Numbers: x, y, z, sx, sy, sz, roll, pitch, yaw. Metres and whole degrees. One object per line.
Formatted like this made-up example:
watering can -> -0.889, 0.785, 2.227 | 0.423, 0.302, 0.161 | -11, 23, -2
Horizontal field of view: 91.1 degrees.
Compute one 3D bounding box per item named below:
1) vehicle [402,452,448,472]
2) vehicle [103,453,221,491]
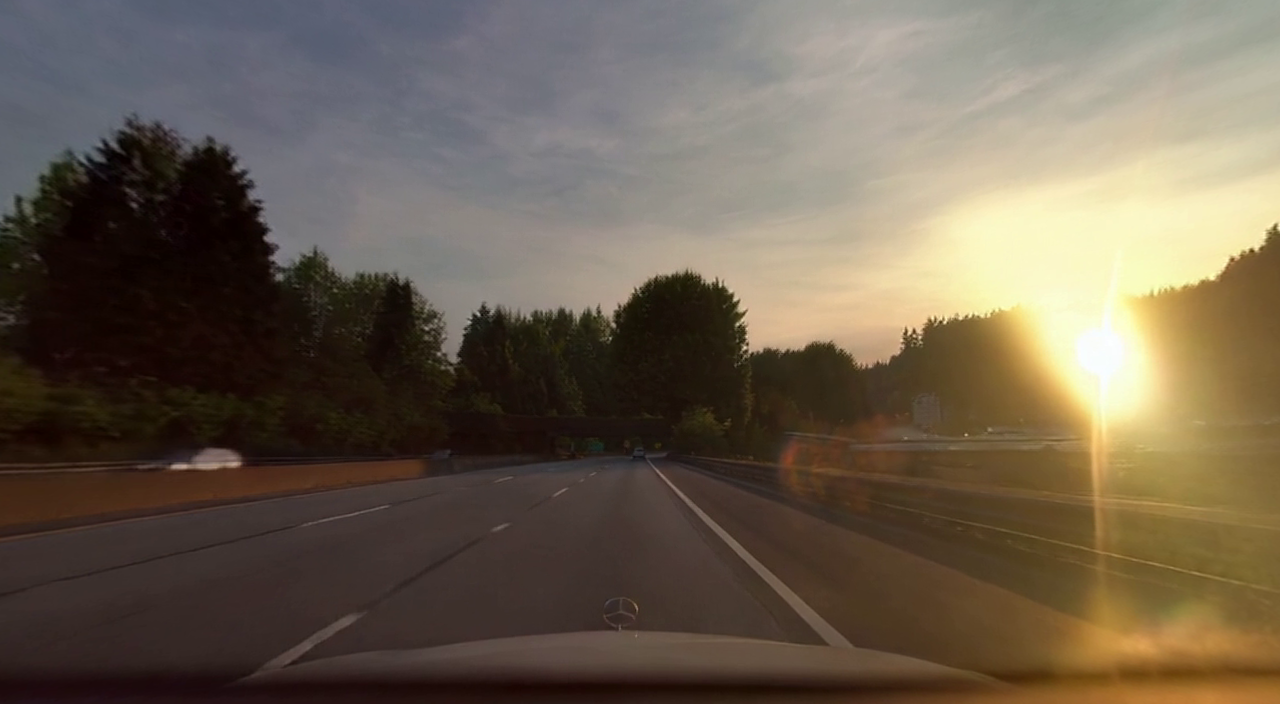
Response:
vehicle -> -16.684, 8.532, 48.977 | 1.997, 1.467, 4.524 | -1, -9, 0
vehicle -> -20.042, 5.003, 26.589 | 1.860, 1.451, 4.015 | 0, -9, -1
